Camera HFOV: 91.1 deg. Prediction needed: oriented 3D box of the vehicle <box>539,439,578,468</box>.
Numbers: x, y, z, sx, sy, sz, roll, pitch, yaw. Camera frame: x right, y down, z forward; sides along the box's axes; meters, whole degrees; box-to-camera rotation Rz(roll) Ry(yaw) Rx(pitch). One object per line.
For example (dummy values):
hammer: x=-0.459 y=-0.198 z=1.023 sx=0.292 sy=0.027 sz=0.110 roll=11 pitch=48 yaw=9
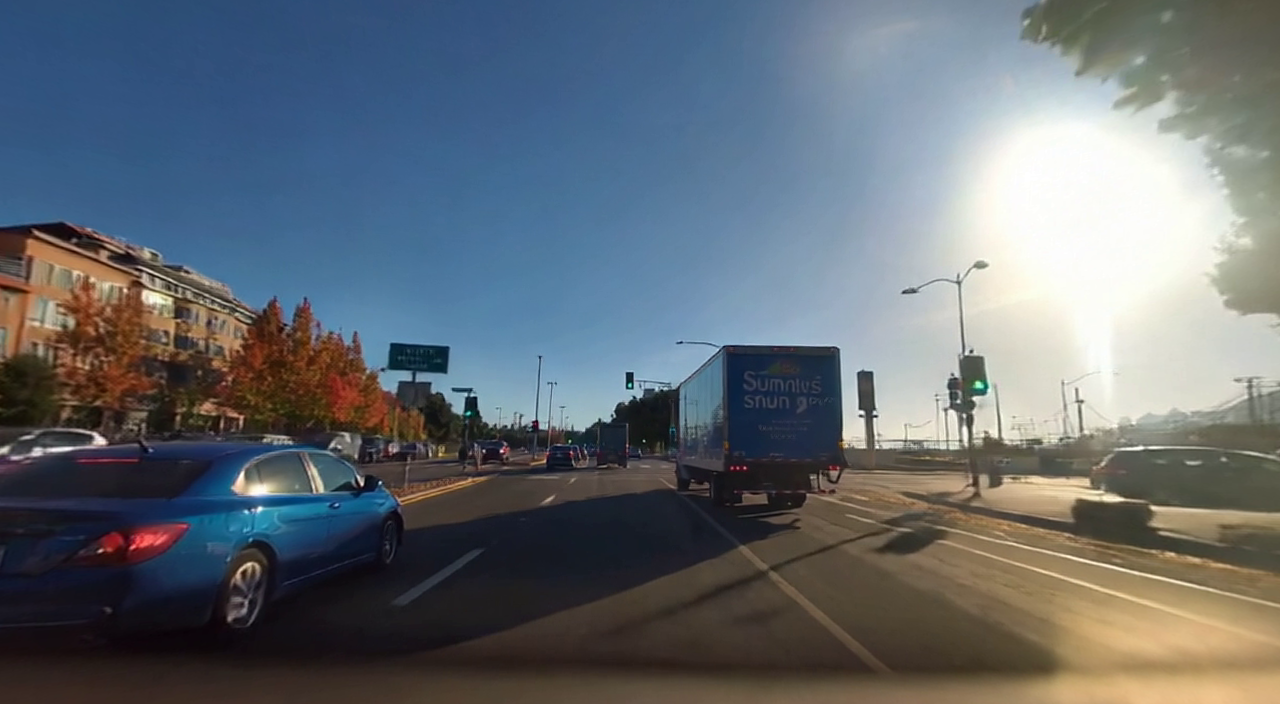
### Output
vehicle: x=-5.368 y=6.739 z=41.823 sx=2.388 sy=1.811 sz=4.455 roll=1 pitch=-9 yaw=-5

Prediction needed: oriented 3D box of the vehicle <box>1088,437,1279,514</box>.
vehicle: x=16.267 y=3.390 z=17.429 sx=5.670 sy=1.895 sz=2.219 roll=-1 pitch=-8 yaw=16

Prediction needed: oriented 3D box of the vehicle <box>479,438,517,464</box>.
vehicle: x=-10.701 y=7.508 z=47.740 sx=2.374 sy=1.863 sz=4.751 roll=1 pitch=-9 yaw=-7

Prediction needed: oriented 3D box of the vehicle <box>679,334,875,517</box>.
vehicle: x=2.995 y=2.066 z=16.807 sx=2.905 sy=3.644 sz=8.441 roll=0 pitch=-9 yaw=-3

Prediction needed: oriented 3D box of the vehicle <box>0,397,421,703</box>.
vehicle: x=-3.423 y=1.274 z=4.852 sx=1.828 sy=1.515 sz=4.422 roll=0 pitch=-8 yaw=0
